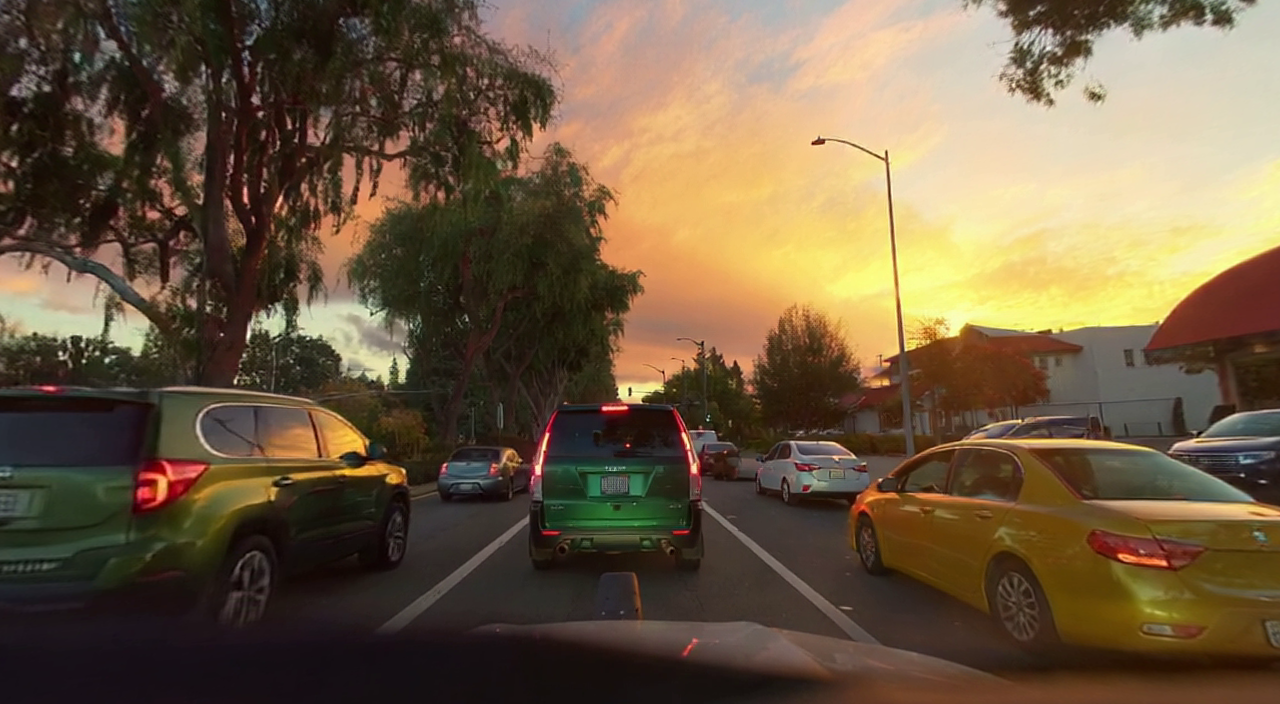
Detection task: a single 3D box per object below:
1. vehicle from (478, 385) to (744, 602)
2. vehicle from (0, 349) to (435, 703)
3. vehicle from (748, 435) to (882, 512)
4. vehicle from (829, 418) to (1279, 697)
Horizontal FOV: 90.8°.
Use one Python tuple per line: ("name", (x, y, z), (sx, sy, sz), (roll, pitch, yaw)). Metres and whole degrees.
("vehicle", (-0.294, 1.511, 7.528), (2.238, 1.825, 4.190), (0, -9, -1))
("vehicle", (-3.655, 1.233, 5.508), (2.231, 1.853, 4.461), (0, -9, 0))
("vehicle", (3.911, 2.777, 14.931), (1.875, 1.521, 4.192), (0, -9, -1))
("vehicle", (3.360, 1.433, 5.651), (1.900, 1.477, 4.352), (0, -9, -1))
